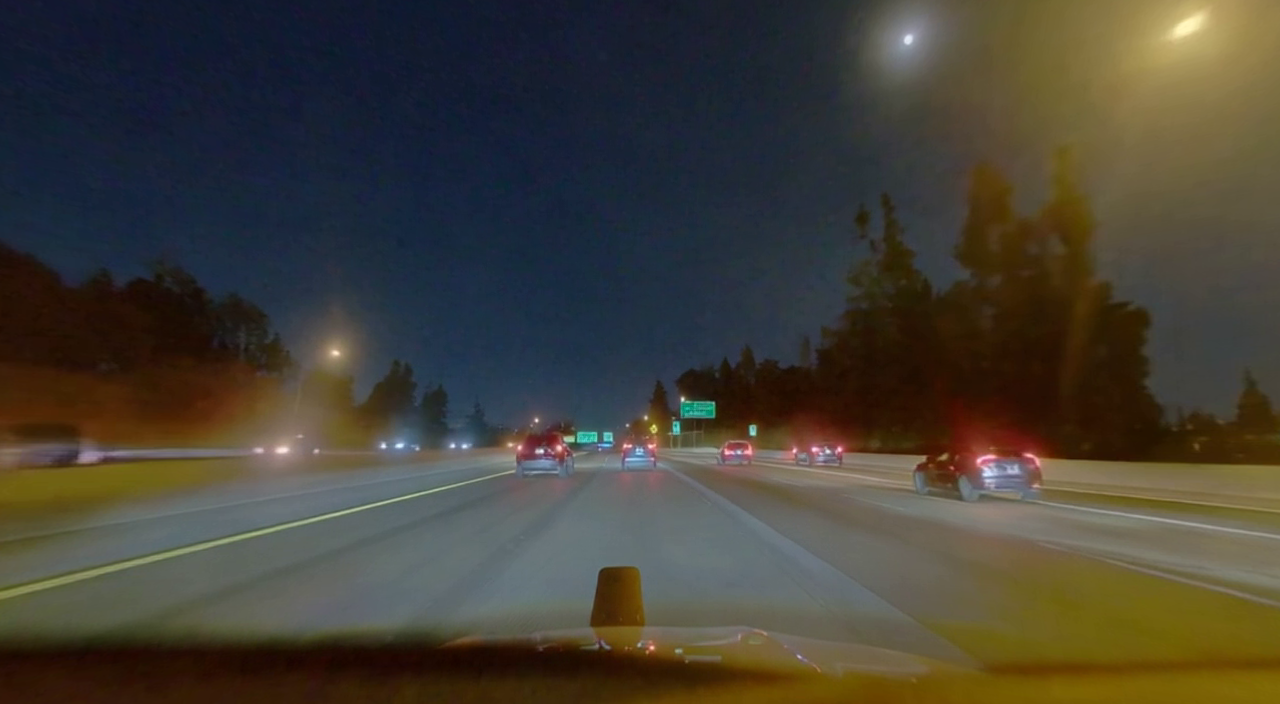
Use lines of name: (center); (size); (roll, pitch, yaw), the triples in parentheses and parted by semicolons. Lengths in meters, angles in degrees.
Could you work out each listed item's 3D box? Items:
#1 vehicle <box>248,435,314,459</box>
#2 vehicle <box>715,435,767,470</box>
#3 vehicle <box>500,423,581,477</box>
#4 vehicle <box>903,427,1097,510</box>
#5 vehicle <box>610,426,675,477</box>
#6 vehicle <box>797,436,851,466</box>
vehicle: (-25.531, 6.812, 44.937); (1.943, 1.603, 4.592); (0, -9, 1)
vehicle: (5.189, 5.254, 32.913); (2.022, 1.682, 4.226); (0, -9, 1)
vehicle: (-3.558, 3.644, 23.534); (2.199, 1.777, 4.790); (0, -9, 1)
vehicle: (7.724, 2.527, 14.074); (1.989, 1.569, 3.964); (0, -9, 0)
vehicle: (0.091, 3.671, 23.344); (2.181, 1.728, 3.970); (0, -9, 0)
vehicle: (11.491, 6.235, 39.596); (2.010, 1.765, 4.375); (0, -9, -1)
